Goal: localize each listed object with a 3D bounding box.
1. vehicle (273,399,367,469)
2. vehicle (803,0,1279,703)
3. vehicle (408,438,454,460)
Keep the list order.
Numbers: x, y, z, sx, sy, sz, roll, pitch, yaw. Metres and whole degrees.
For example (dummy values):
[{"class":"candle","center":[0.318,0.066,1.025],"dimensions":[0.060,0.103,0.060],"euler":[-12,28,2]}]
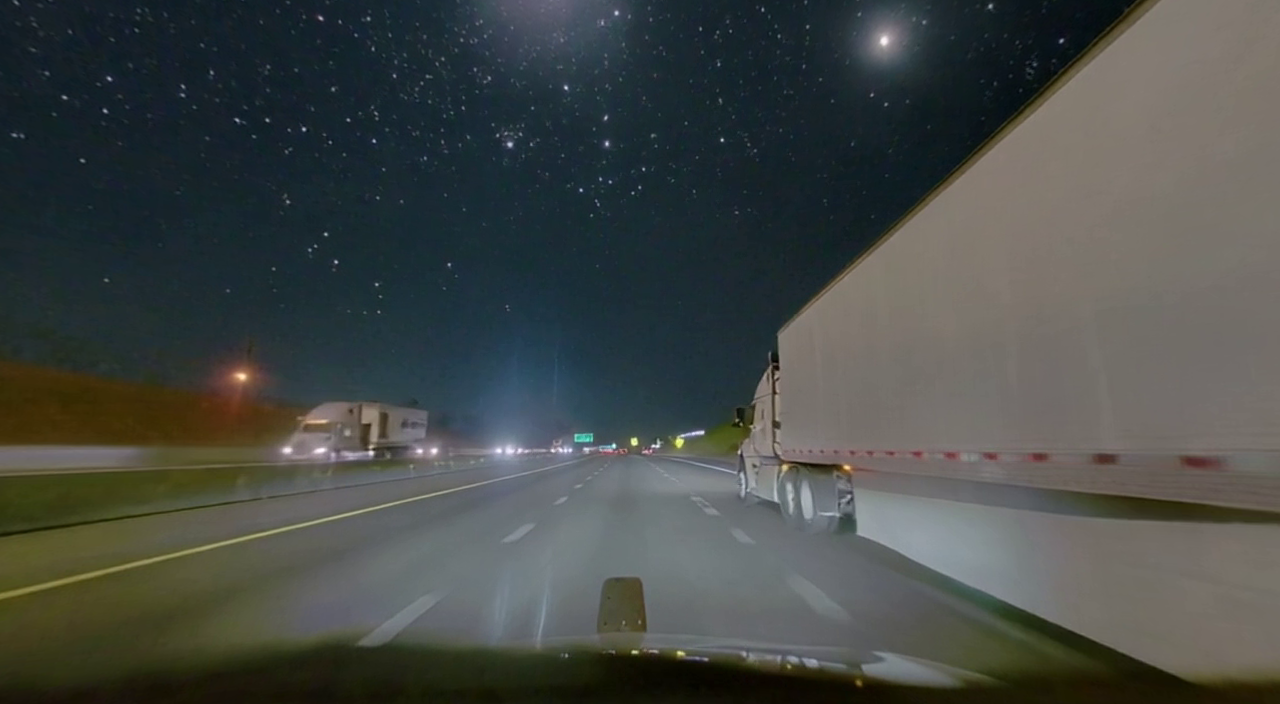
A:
[{"class":"vehicle","center":[-19.848,5.154,39.435],"dimensions":[3.347,4.086,4.464],"euler":[0,-9,-1]},{"class":"vehicle","center":[3.848,0.040,3.112],"dimensions":[2.876,3.586,11.726],"euler":[0,-9,0]},{"class":"vehicle","center":[-15.868,7.409,48.065],"dimensions":[2.004,1.551,4.601],"euler":[0,-9,-1]}]
